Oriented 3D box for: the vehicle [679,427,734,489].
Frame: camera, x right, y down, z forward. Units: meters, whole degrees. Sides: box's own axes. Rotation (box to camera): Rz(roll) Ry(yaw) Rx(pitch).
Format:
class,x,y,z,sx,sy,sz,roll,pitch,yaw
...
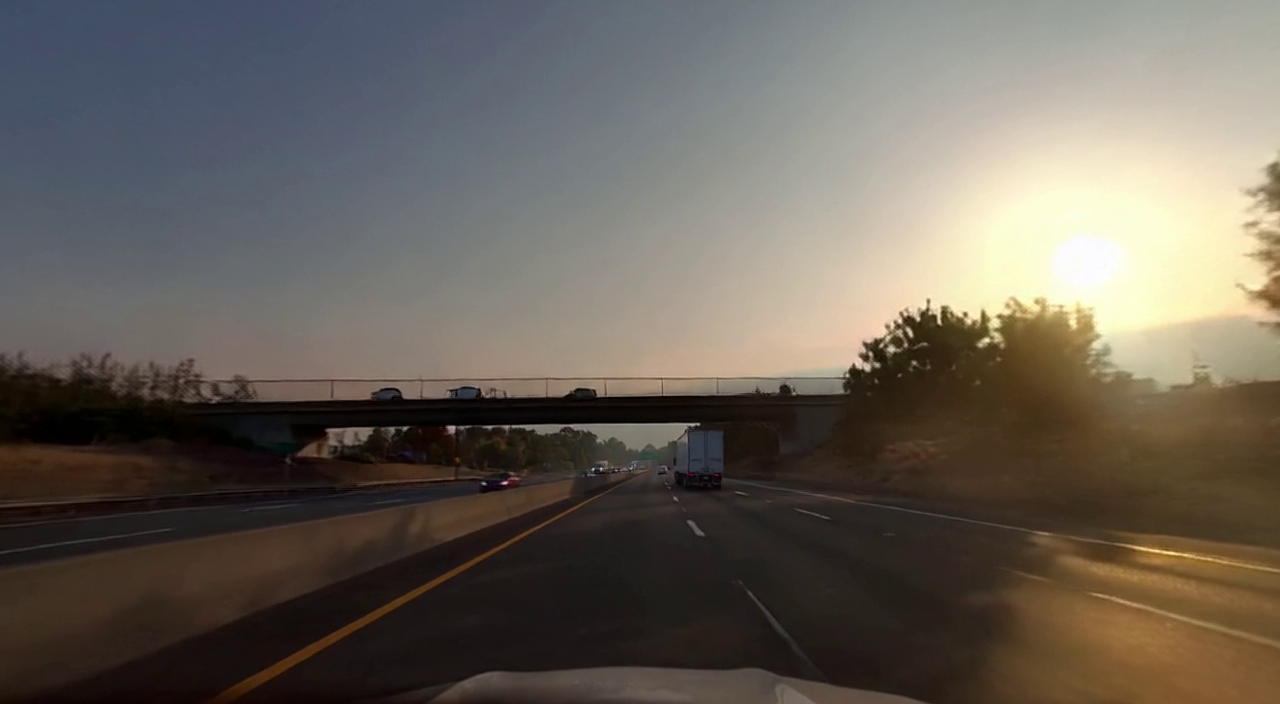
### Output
class,x,y,z,sx,sy,sz,roll,pitch,yaw
vehicle,4.793,8.146,47.963,3.054,4.005,11.895,1,-11,1
